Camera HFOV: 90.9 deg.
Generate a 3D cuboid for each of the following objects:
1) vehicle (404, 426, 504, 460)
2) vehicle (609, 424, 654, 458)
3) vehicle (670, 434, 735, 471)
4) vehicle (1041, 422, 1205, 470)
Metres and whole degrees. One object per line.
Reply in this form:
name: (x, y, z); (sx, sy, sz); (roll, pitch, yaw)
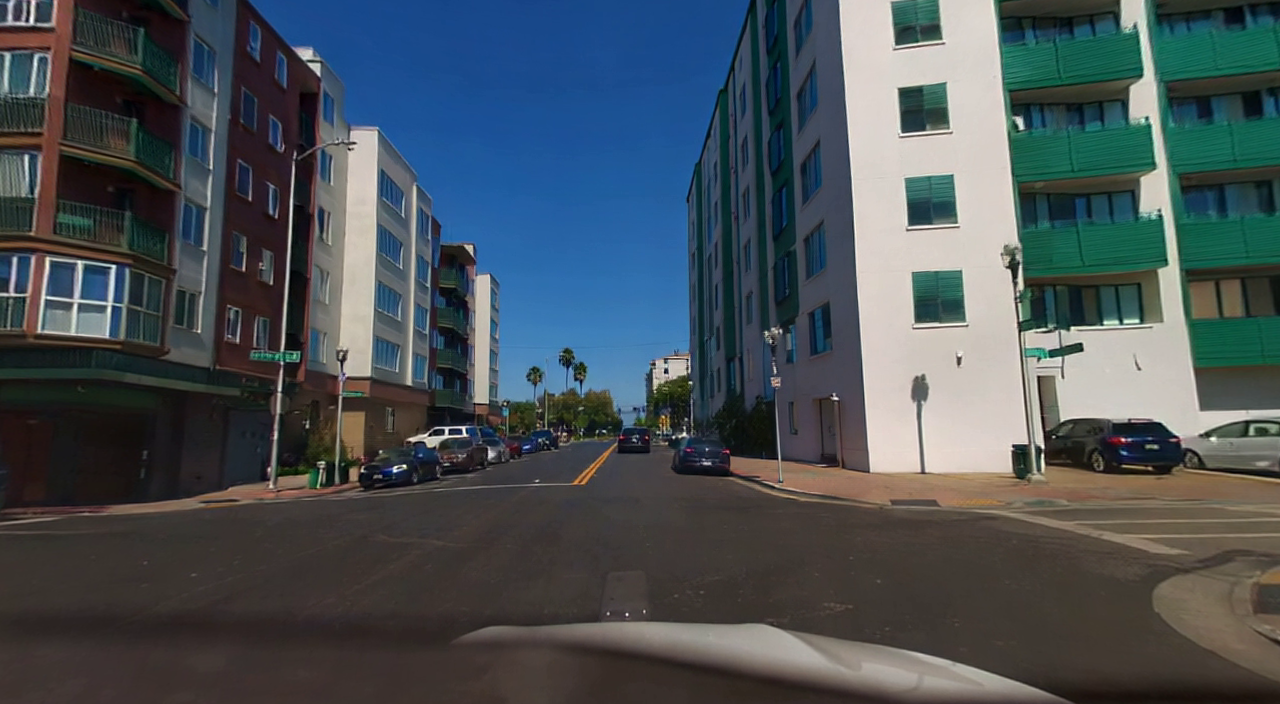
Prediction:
vehicle: (-11.429, 5.594, 38.878); (5.540, 1.950, 2.113); (4, -12, -28)
vehicle: (-0.486, 5.159, 36.493); (2.412, 1.834, 4.636); (0, -8, 0)
vehicle: (2.560, 4.300, 27.091); (2.290, 1.456, 4.503); (0, -9, -1)
vehicle: (15.288, 3.011, 20.126); (3.752, 1.453, 1.709); (0, -9, 2)
